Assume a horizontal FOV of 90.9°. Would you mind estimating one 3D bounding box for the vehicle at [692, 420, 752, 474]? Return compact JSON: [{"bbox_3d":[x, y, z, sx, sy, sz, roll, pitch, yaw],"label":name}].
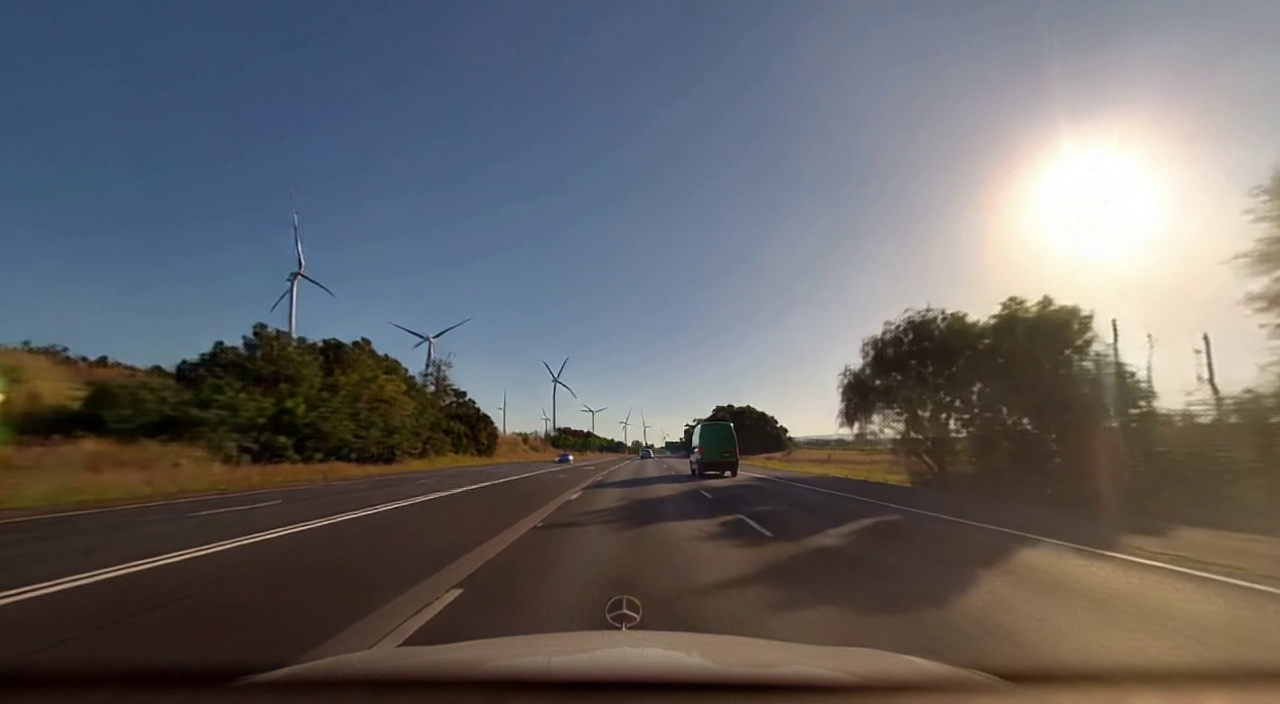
[{"bbox_3d":[4.361,5.235,34.670,2.437,2.735,5.507,0,-9,-1],"label":"vehicle"}]
